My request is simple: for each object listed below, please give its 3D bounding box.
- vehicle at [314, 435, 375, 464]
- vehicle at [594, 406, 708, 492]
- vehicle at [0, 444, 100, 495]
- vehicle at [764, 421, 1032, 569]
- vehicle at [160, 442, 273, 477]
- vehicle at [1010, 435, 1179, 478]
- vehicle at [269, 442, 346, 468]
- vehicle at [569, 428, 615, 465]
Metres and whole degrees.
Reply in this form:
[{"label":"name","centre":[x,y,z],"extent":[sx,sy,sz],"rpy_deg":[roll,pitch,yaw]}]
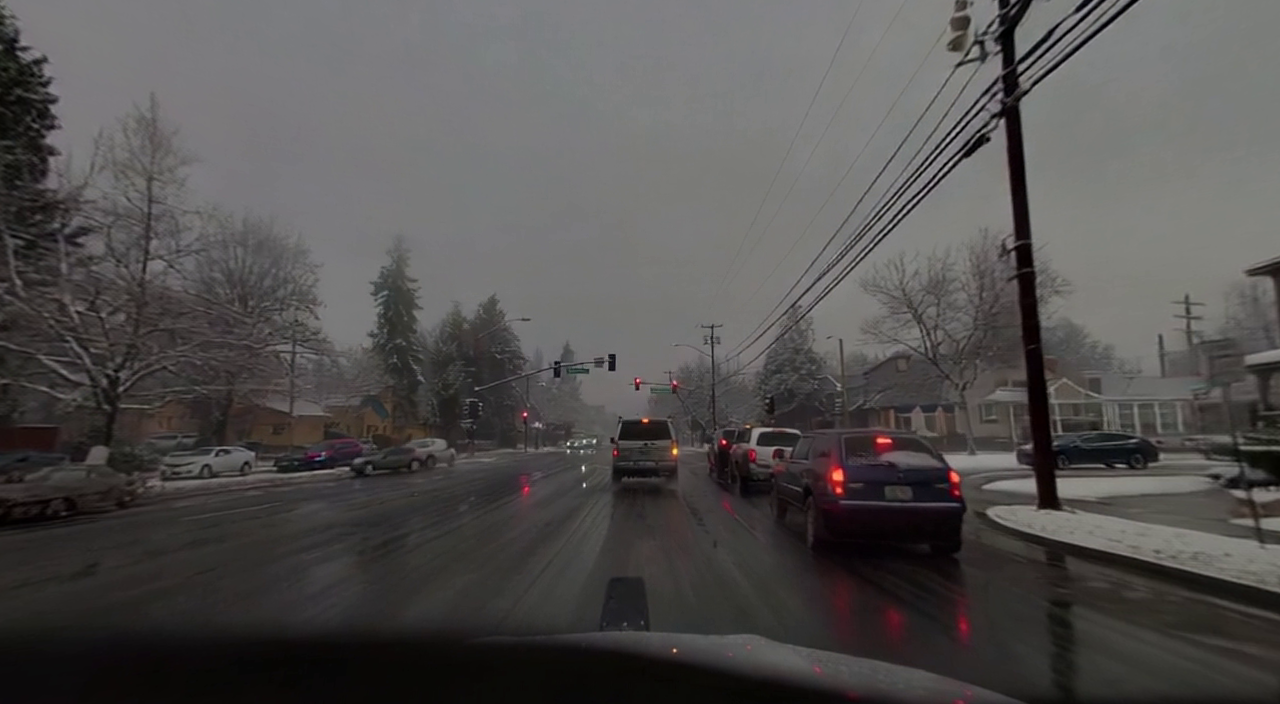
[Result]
[{"label":"vehicle","centre":[-19.826,6.563,42.492],"extent":[1.996,1.809,4.699],"rpy_deg":[0,-8,-3]},{"label":"vehicle","centre":[0.284,2.752,18.004],"extent":[2.769,2.087,5.130],"rpy_deg":[0,-8,0]},{"label":"vehicle","centre":[-19.799,3.601,19.506],"extent":[1.866,1.471,4.770],"rpy_deg":[0,-8,1]},{"label":"vehicle","centre":[3.108,1.804,8.702],"extent":[2.002,1.511,4.124],"rpy_deg":[0,-8,1]},{"label":"vehicle","centre":[-19.670,4.986,29.566],"extent":[1.891,1.460,4.681],"rpy_deg":[0,-8,3]},{"label":"vehicle","centre":[16.632,3.850,23.279],"extent":[4.671,1.495,1.900],"rpy_deg":[-1,-8,4]},{"label":"vehicle","centre":[-19.593,6.073,37.384],"extent":[1.830,1.436,4.771],"rpy_deg":[0,-8,2]},{"label":"vehicle","centre":[-2.536,5.133,34.334],"extent":[1.999,1.864,4.279],"rpy_deg":[0,-8,3]}]
